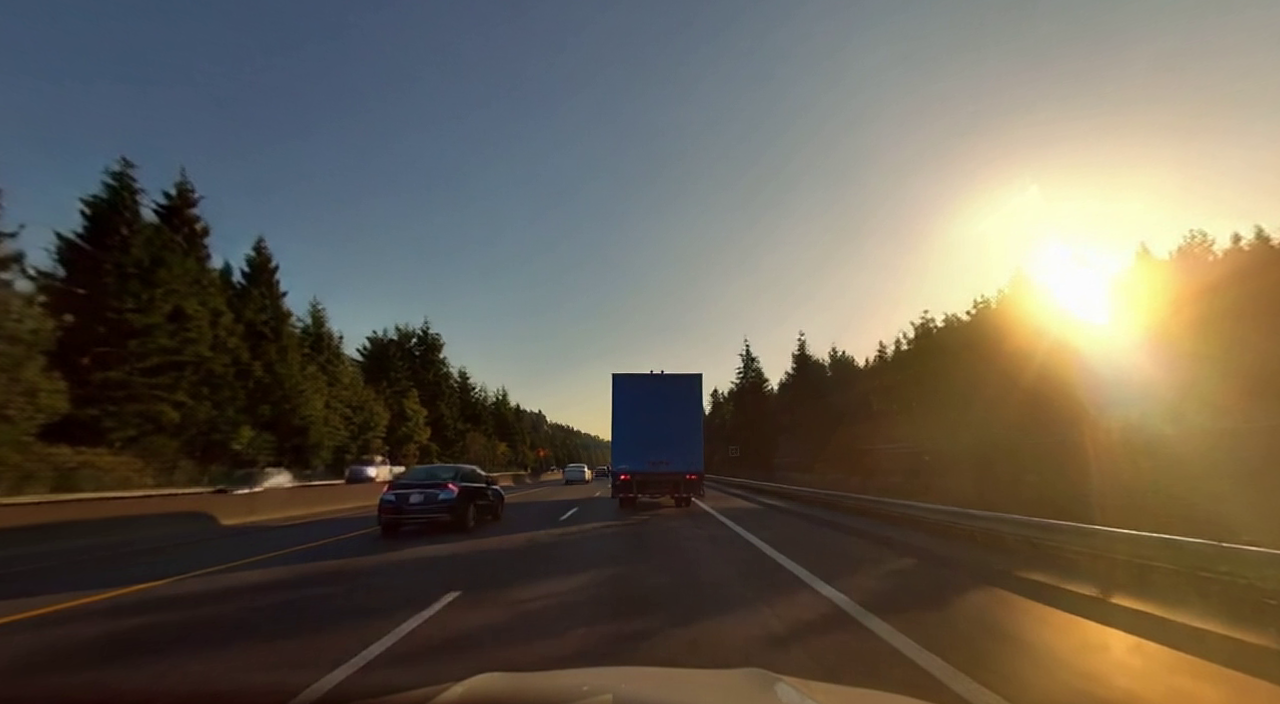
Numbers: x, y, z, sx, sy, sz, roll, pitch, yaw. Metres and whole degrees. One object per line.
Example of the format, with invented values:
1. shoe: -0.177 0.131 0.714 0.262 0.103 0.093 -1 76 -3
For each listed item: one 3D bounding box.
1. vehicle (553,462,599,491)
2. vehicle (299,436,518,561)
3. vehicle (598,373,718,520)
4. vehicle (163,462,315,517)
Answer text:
1. vehicle: -3.589 7.148 36.372 2.079 1.506 4.821 0 -10 1
2. vehicle: -3.671 2.465 11.128 2.076 1.691 4.555 1 -10 0
3. vehicle: 0.441 3.234 20.728 3.008 3.678 9.512 1 -10 0
4. vehicle: -12.705 4.376 20.412 1.980 1.532 4.448 1 -10 0
